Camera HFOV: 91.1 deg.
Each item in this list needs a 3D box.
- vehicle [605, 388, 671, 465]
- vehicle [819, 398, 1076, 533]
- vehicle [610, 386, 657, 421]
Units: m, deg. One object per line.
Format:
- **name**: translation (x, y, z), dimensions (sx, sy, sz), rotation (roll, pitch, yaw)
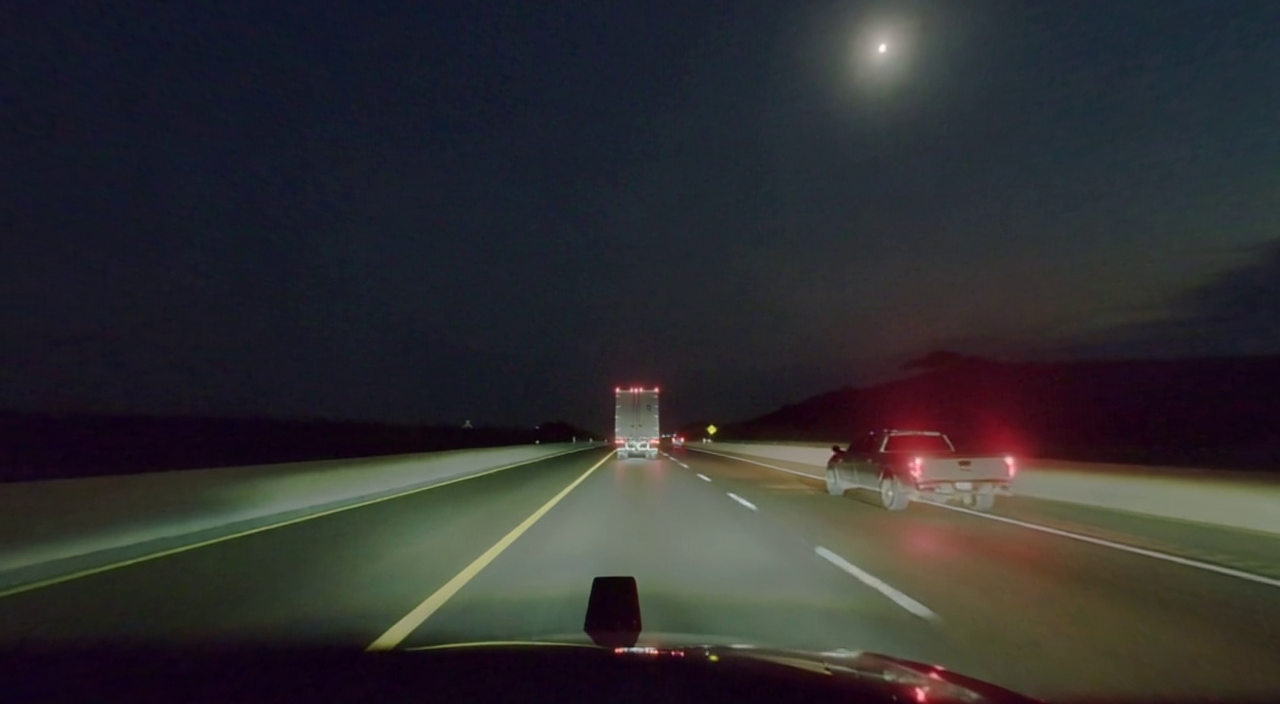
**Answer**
- **vehicle**: translation (-0.321, 4.091, 34.684), dimensions (2.953, 3.406, 13.372), rotation (1, -7, -2)
- **vehicle**: translation (4.869, 1.852, 10.956), dimensions (2.091, 1.829, 4.625), rotation (0, -8, -1)
- **vehicle**: translation (-0.290, 2.525, 30.354), dimensions (2.112, 1.472, 4.240), rotation (0, -8, 0)
